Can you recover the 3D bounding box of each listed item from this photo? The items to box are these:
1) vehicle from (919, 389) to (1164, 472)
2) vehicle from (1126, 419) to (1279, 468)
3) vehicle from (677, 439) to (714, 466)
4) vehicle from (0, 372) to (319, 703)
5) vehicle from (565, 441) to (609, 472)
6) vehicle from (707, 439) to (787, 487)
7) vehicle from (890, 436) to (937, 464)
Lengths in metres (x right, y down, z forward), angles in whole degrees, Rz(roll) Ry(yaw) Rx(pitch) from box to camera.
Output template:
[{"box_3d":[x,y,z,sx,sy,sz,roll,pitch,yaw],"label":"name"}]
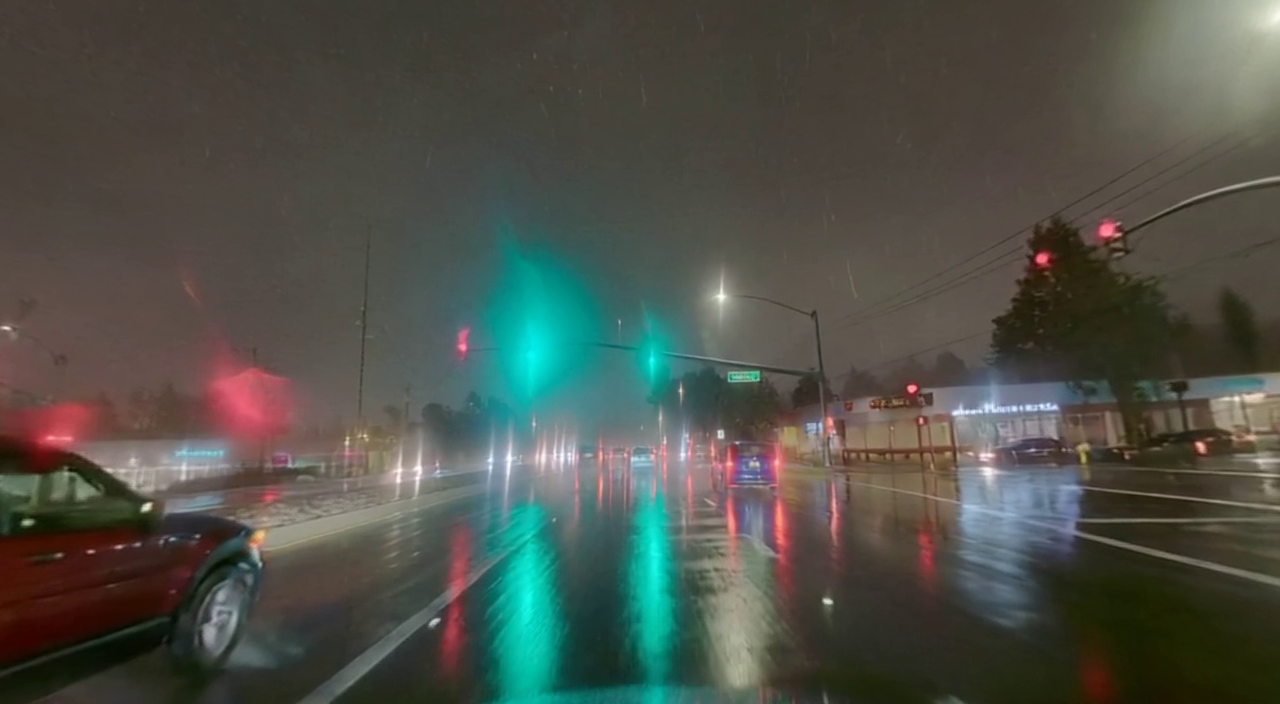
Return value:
[{"box_3d":[16.752,3.388,26.936,8.201,3.281,2.759,-2,-8,7],"label":"vehicle"},{"box_3d":[23.831,3.775,26.180,5.428,1.629,2.013,-4,-8,1],"label":"vehicle"},{"box_3d":[3.646,6.638,41.821,2.050,1.683,3.990,0,-8,-1],"label":"vehicle"},{"box_3d":[-3.153,0.785,1.703,2.024,1.529,4.741,0,-8,1],"label":"vehicle"},{"box_3d":[-2.796,5.650,34.306,2.003,1.509,4.396,0,-8,0],"label":"vehicle"},{"box_3d":[3.556,3.768,21.742,1.972,1.452,4.189,0,-8,-1],"label":"vehicle"},{"box_3d":[14.379,5.134,32.987,1.920,1.346,4.247,-5,-9,27],"label":"vehicle"}]
